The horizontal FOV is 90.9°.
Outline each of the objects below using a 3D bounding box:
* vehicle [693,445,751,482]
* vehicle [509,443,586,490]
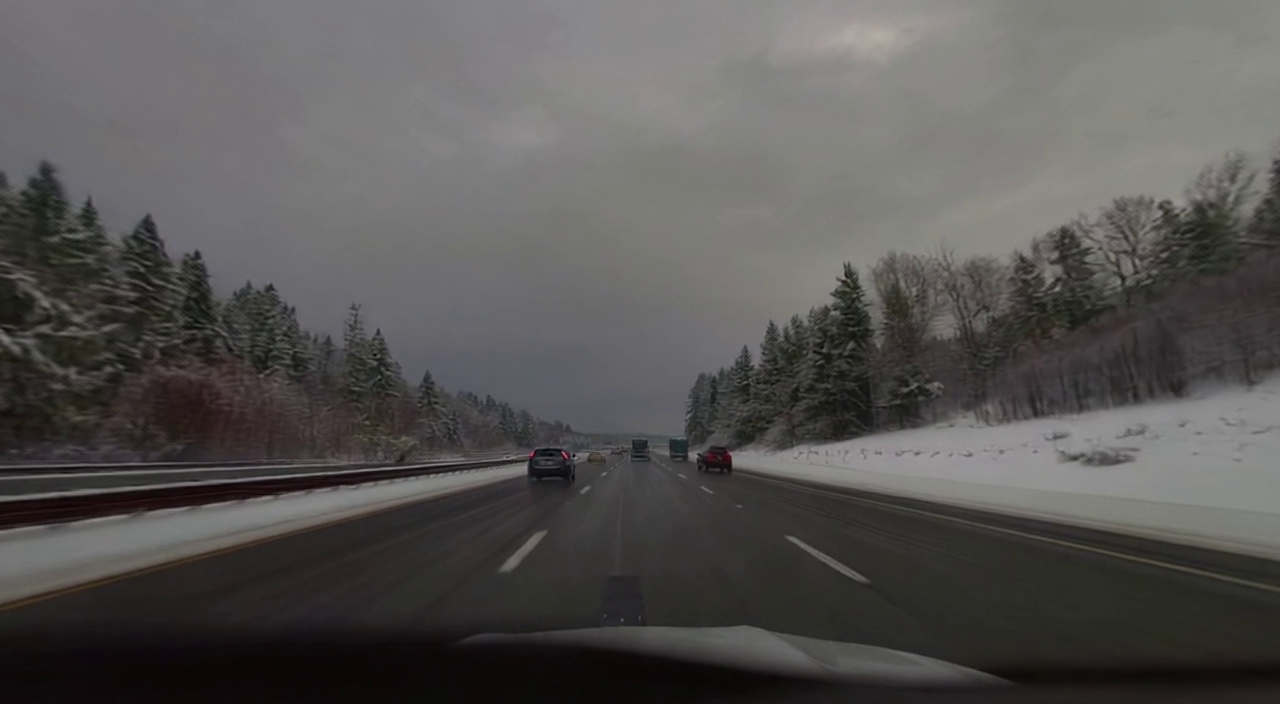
[{"bbox_3d":[3.496,4.818,27.535,1.926,1.483,3.528,0,-9,-3],"label":"vehicle"},{"bbox_3d":[-3.137,4.001,22.273,2.053,1.483,4.185,0,-9,0],"label":"vehicle"}]
